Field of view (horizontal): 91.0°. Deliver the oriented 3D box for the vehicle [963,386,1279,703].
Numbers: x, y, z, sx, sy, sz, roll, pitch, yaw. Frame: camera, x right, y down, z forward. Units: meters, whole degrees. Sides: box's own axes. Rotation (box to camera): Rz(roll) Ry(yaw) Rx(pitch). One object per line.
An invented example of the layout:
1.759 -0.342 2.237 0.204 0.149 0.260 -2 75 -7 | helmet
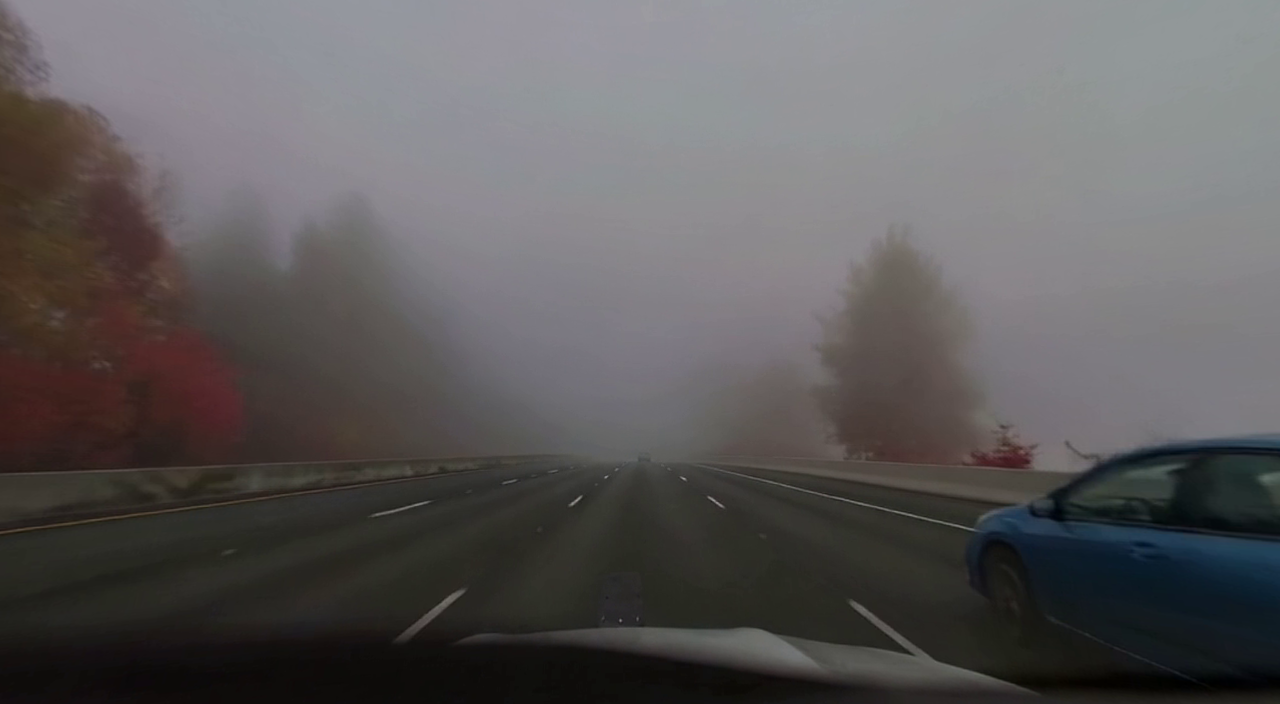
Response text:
3.583 0.928 2.474 2.146 1.573 4.661 0 -9 0 | vehicle
